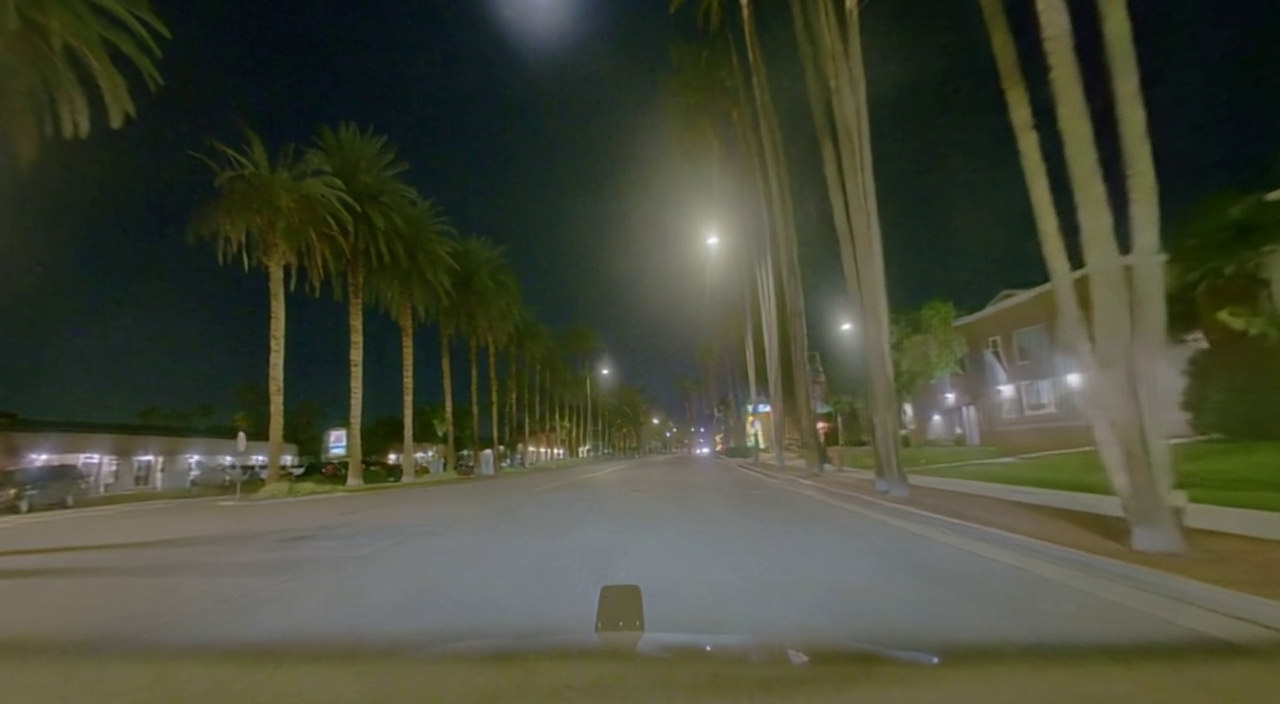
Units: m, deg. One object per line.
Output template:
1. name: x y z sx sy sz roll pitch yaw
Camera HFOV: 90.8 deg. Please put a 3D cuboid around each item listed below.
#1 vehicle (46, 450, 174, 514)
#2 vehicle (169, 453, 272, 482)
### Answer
1. vehicle: -17.749 4.250 21.107 4.651 1.863 2.174 -7 -11 37
2. vehicle: -27.311 7.513 41.224 5.193 1.830 2.049 0 -9 0
